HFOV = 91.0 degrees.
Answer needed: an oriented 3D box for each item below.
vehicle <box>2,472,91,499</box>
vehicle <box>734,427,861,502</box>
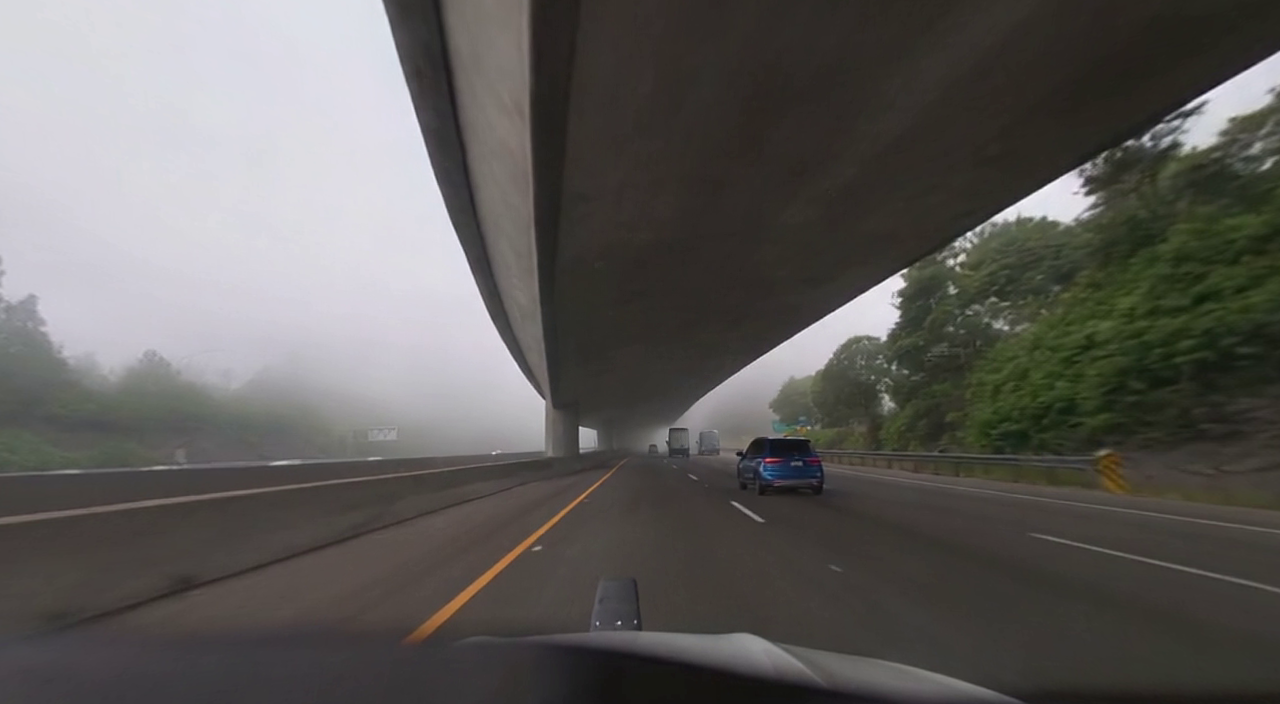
[{"bbox_3d":[-43.778,9.816,46.556,1.906,1.662,4.724,0,-9,1],"label":"vehicle"},{"bbox_3d":[3.938,2.903,16.641,2.148,1.691,4.443,0,-9,-1],"label":"vehicle"}]
